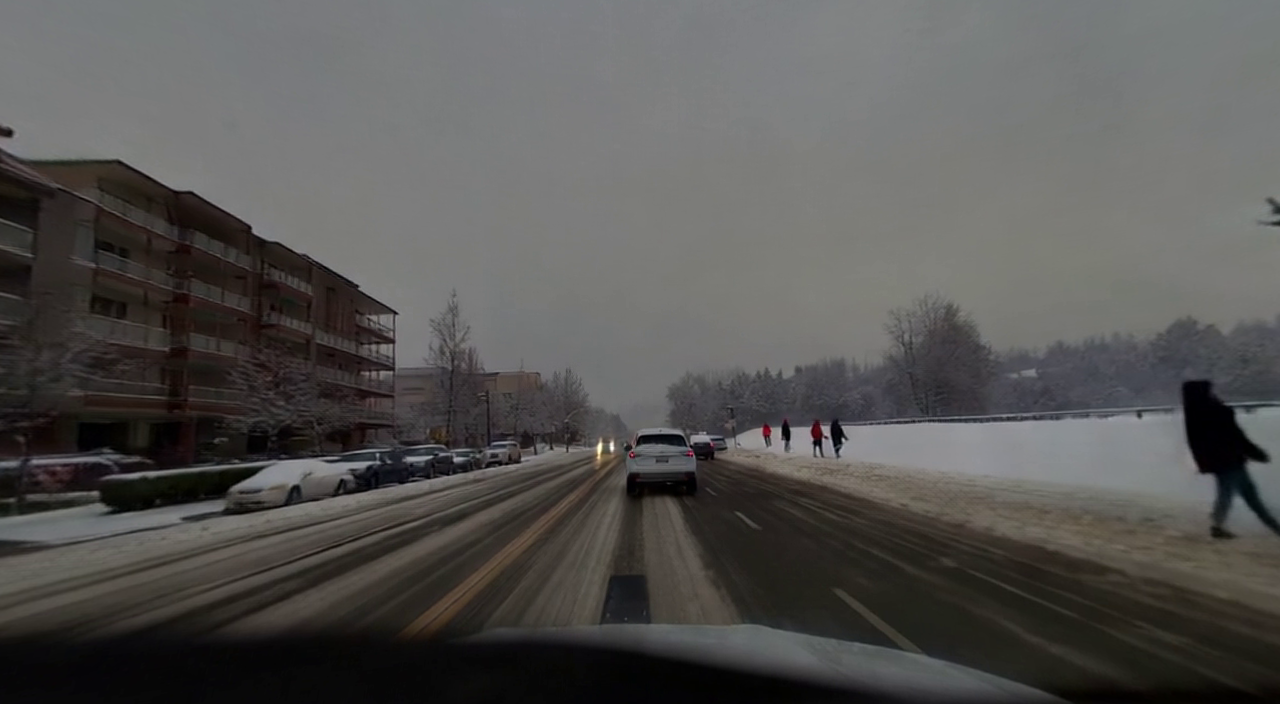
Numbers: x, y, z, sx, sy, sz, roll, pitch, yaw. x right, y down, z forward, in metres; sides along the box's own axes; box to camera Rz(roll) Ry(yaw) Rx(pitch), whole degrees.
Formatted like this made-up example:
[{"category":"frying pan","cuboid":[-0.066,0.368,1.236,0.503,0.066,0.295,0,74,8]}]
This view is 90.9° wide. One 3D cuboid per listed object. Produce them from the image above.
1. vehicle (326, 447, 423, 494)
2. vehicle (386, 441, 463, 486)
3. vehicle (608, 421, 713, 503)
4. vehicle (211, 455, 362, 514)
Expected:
[{"category":"vehicle","cuboid":[-10.287,4.577,24.815,1.869,1.647,4.281,-1,-8,1]},{"category":"vehicle","cuboid":[-10.118,5.219,30.023,1.940,1.816,4.721,-1,-7,1]},{"category":"vehicle","cuboid":[0.395,2.503,14.756,2.132,1.632,3.838,0,-8,0]},{"category":"vehicle","cuboid":[-10.506,3.930,19.240,1.839,1.474,4.694,-1,-8,1]}]
